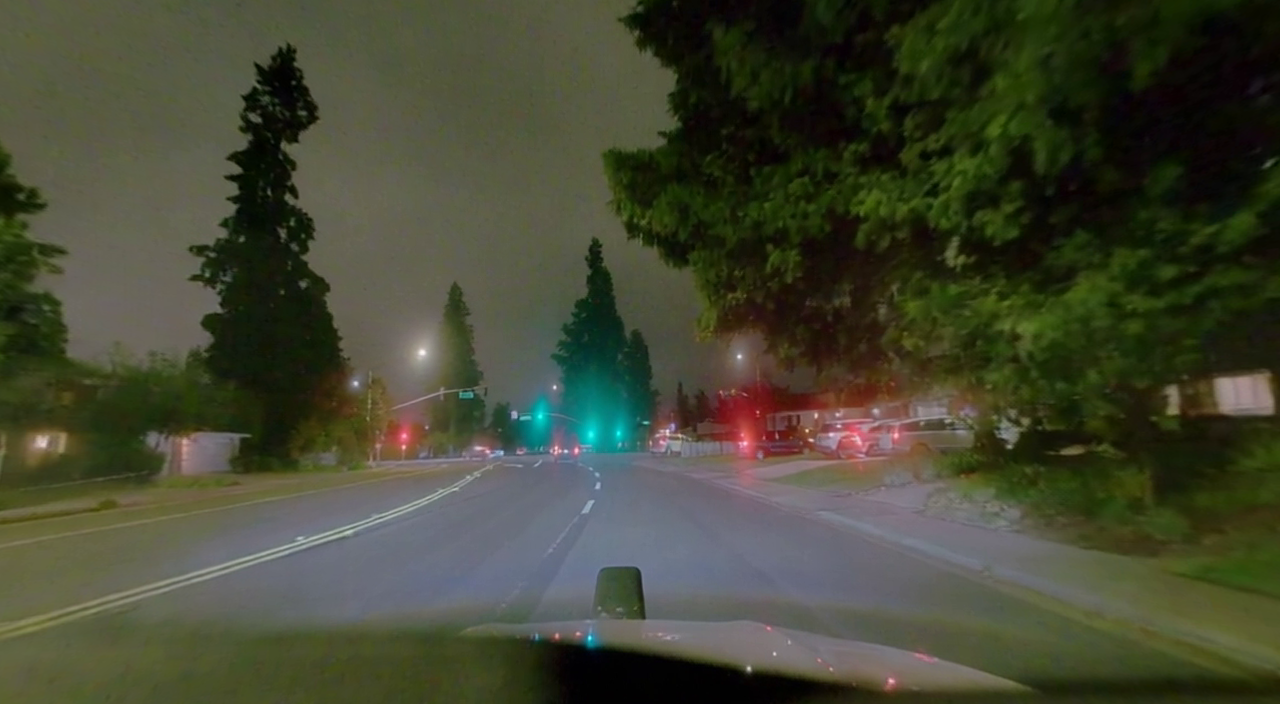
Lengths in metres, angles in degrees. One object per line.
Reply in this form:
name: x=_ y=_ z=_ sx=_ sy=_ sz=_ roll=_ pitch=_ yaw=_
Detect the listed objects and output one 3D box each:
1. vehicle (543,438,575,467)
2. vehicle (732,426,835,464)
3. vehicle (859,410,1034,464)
vehicle: x=-5.537 y=6.789 z=42.913 sx=2.041 sy=1.834 sz=4.679 roll=1 pitch=-9 yaw=-8
vehicle: x=7.291 y=4.760 z=32.394 sx=4.663 sy=1.618 sz=1.962 roll=-2 pitch=-8 yaw=-7
vehicle: x=9.694 y=2.739 z=20.238 sx=4.590 sy=1.648 sz=1.876 roll=0 pitch=-9 yaw=-3
